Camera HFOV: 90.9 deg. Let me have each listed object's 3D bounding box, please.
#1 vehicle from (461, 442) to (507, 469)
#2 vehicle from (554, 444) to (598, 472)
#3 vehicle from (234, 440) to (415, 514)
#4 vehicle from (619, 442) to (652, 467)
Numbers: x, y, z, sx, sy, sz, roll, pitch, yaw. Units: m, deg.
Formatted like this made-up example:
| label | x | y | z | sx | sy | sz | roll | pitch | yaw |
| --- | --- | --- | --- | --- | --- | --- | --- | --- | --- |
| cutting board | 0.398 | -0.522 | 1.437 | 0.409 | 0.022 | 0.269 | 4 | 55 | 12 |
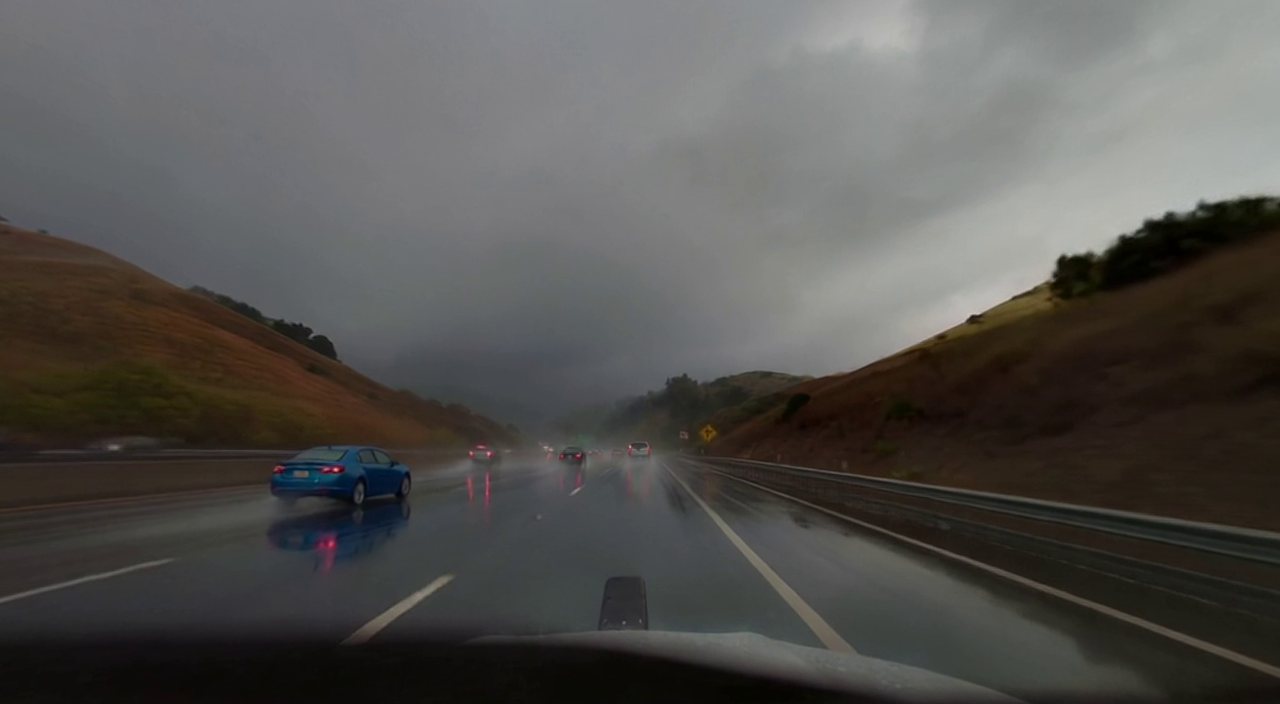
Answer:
| label | x | y | z | sx | sy | sz | roll | pitch | yaw |
| --- | --- | --- | --- | --- | --- | --- | --- | --- | --- |
| vehicle | -11.007 | 7.291 | 44.711 | 2.025 | 1.750 | 4.505 | 0 | -8 | 1 |
| vehicle | -3.689 | 6.224 | 37.354 | 2.144 | 1.505 | 4.649 | 0 | -8 | 0 |
| vehicle | -7.068 | 2.808 | 14.750 | 1.991 | 1.441 | 4.265 | 0 | -8 | 1 |
| vehicle | -0.348 | 7.179 | 44.322 | 2.225 | 1.674 | 4.044 | 0 | -8 | -1 |
